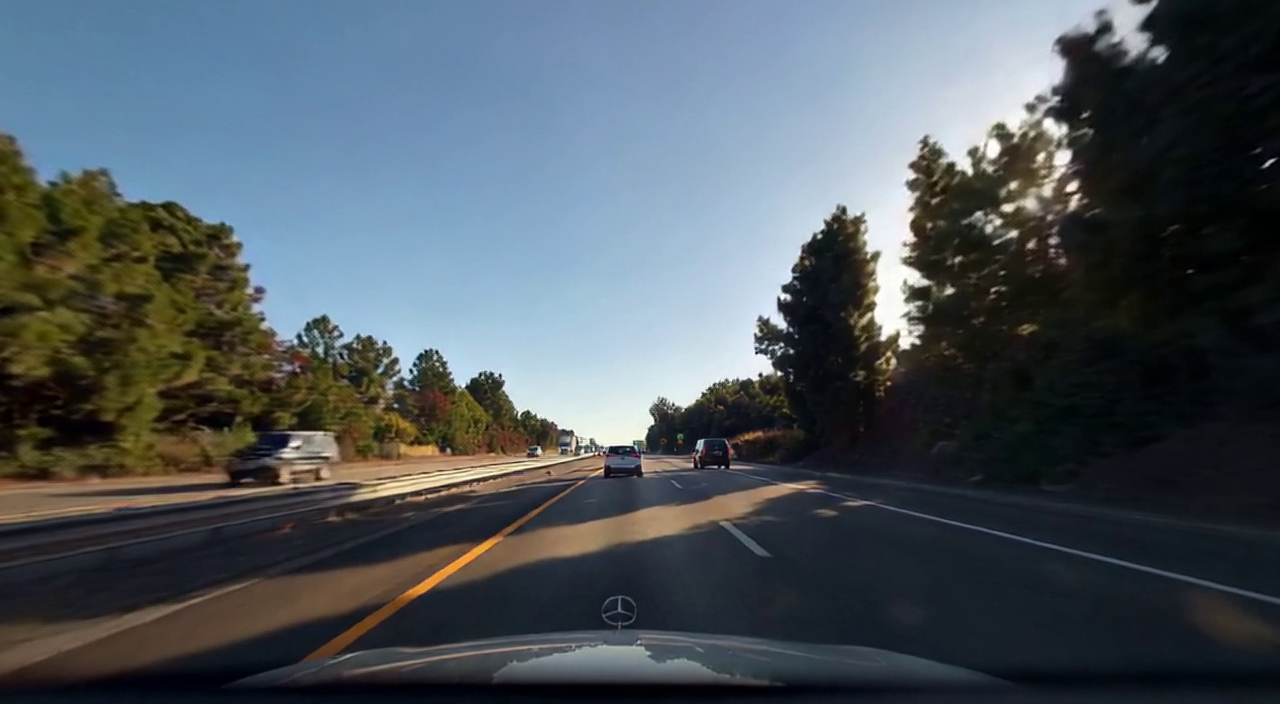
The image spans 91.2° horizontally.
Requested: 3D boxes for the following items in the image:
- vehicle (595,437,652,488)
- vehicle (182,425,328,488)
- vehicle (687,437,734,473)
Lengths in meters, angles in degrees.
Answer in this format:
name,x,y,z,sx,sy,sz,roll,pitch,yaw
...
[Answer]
name,x,y,z,sx,sy,sz,roll,pitch,yaw
vehicle,-0.566,4.129,23.665,1.963,1.711,4.284,0,-9,0
vehicle,-13.515,3.711,22.487,2.153,1.980,4.811,0,-9,0
vehicle,4.006,5.969,36.486,2.179,1.930,4.538,0,-9,-1
